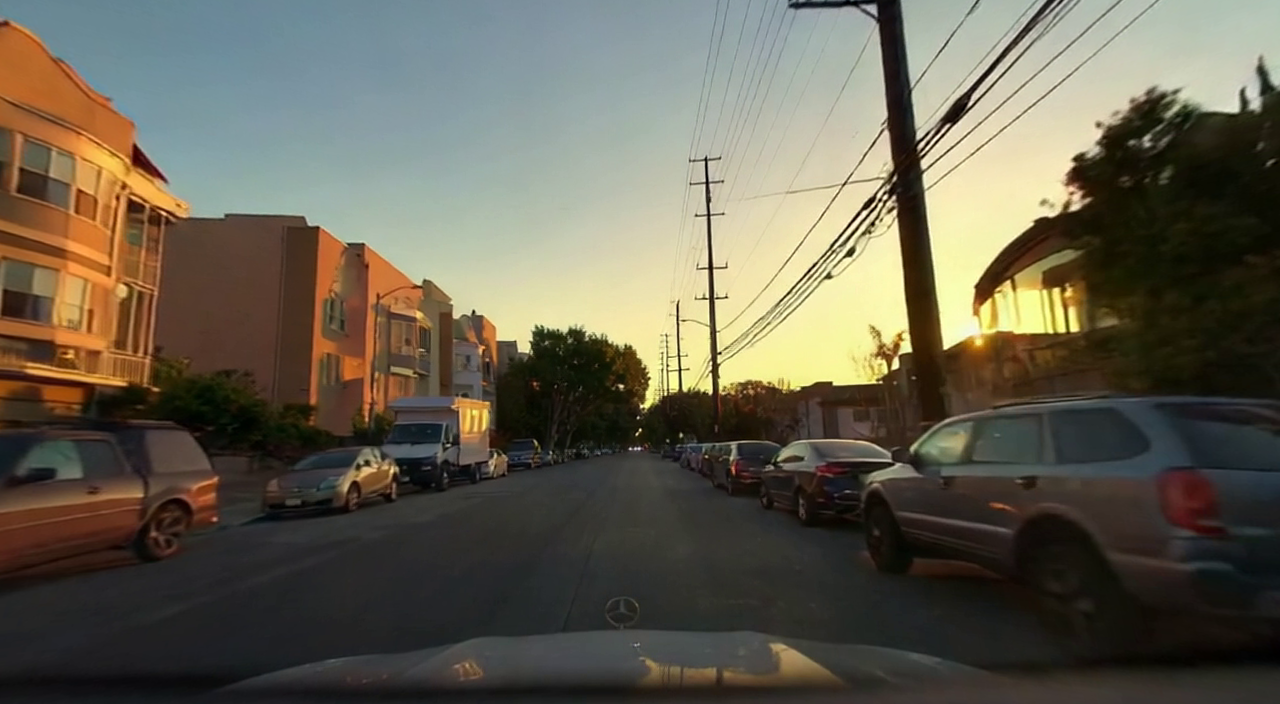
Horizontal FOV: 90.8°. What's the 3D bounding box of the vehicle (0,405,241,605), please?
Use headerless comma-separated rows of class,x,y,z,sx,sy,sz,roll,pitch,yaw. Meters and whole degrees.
vehicle,-7.579,1.708,7.537,2.209,2.003,5.270,0,-8,-1

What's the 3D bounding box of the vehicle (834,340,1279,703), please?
vehicle,3.667,1.228,5.467,2.185,1.888,4.724,0,-9,-4

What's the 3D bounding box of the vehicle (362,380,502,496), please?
vehicle,-7.532,3.307,23.951,2.901,3.610,6.707,-3,-9,1

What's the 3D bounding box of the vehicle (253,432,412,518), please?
vehicle,-7.726,3.122,16.469,1.955,1.804,4.523,-3,-9,-1

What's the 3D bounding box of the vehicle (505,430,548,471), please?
vehicle,-7.207,6.281,40.456,1.889,2.463,4.142,0,-9,1
